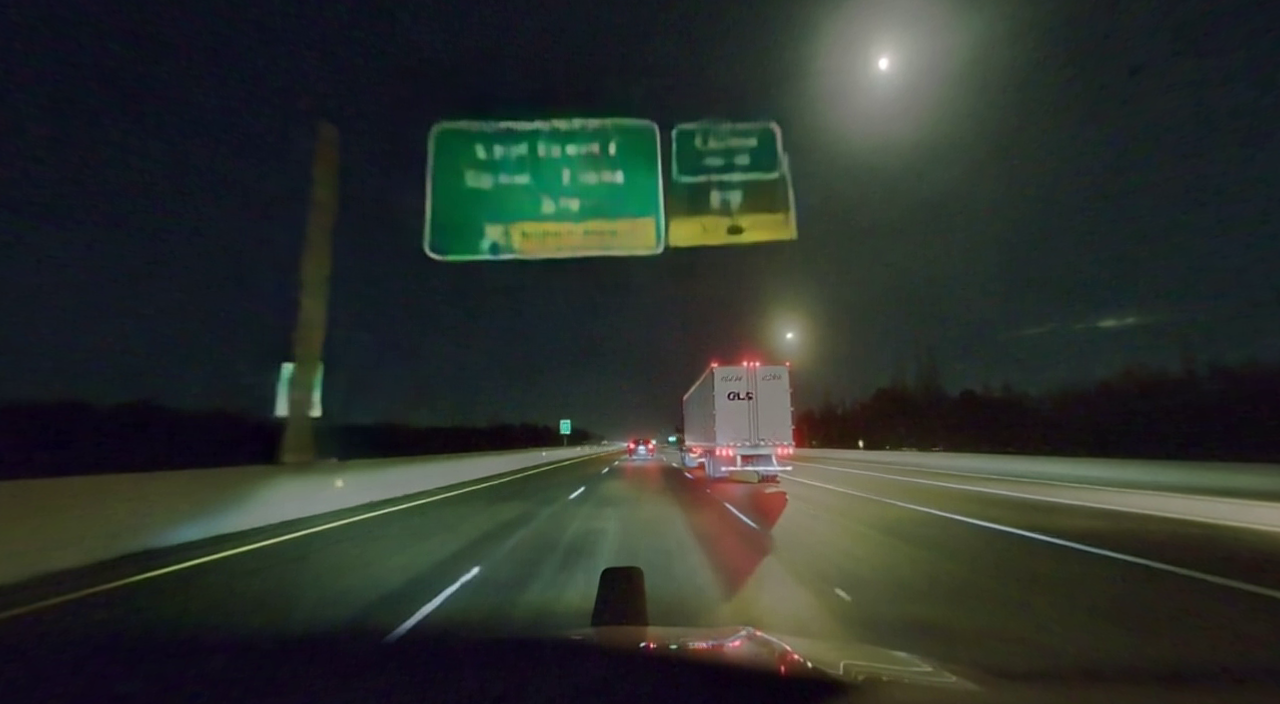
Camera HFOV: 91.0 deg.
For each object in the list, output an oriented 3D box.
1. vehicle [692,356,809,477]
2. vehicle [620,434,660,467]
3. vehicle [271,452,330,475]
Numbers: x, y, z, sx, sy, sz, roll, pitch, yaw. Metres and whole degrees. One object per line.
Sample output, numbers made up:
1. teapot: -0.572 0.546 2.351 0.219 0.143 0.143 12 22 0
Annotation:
1. vehicle: 4.112 2.891 26.281 3.014 4.068 10.359 0 -8 0
2. vehicle: 0.001 5.321 34.195 2.050 1.654 4.192 0 -8 0
3. vehicle: -25.847 8.487 48.149 1.906 1.611 4.648 0 -8 0
